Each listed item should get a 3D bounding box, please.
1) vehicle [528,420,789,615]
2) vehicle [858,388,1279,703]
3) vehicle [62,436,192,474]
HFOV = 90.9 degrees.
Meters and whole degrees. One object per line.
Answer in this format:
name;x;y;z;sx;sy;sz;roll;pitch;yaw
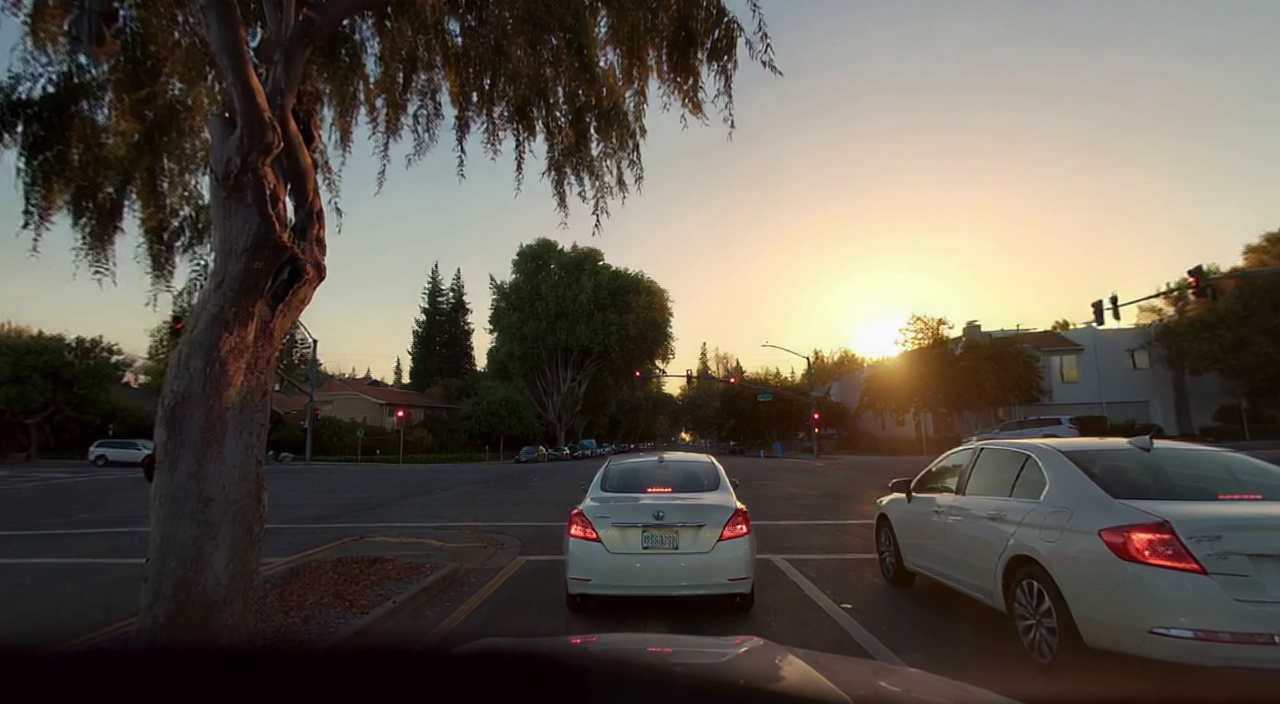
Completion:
vehicle;0.103;1.564;6.870;2.017;1.485;3.813;0;-8;-1
vehicle;3.173;1.120;3.892;1.931;1.493;4.555;0;-8;-1
vehicle;-24.288;4.871;29.981;4.450;1.684;1.894;0;-8;0
